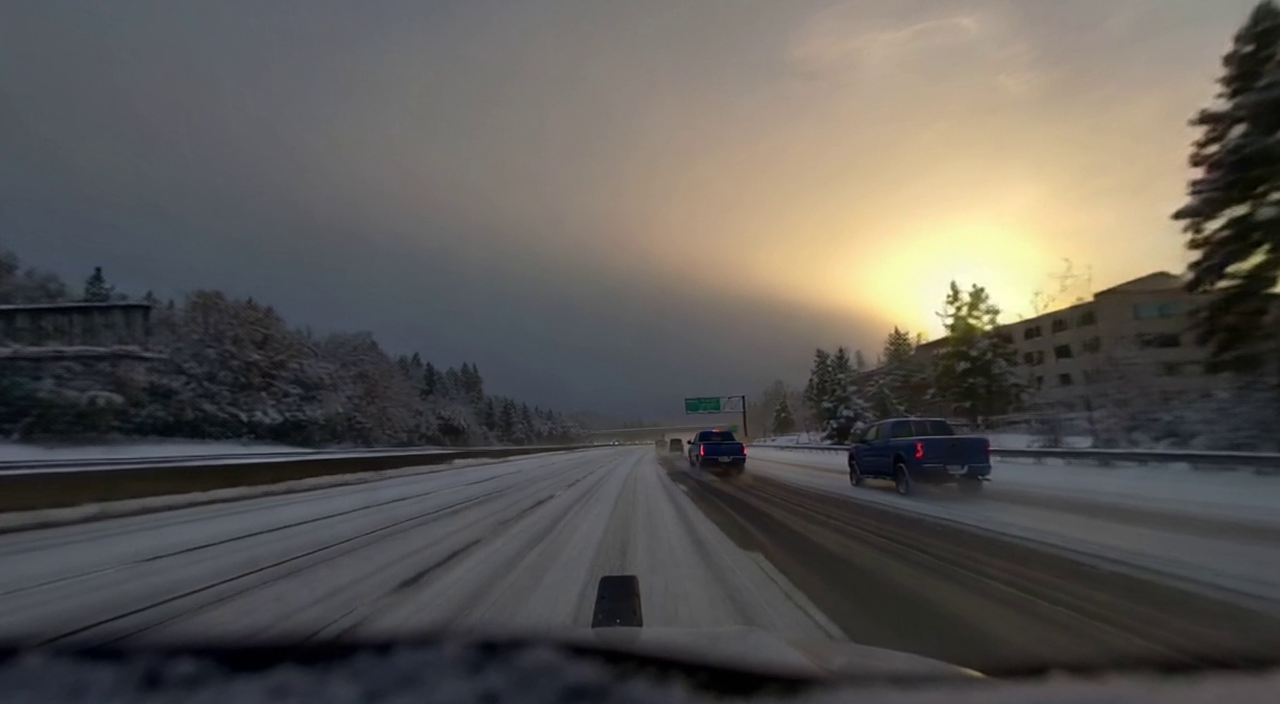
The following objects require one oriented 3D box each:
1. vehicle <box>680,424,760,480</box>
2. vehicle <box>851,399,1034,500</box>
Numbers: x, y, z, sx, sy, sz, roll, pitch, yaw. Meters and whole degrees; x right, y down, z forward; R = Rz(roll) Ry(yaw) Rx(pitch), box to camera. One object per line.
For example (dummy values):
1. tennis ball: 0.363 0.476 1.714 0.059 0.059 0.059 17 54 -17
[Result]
1. vehicle: 3.070 4.011 25.480 2.462 1.984 4.718 0 -9 -2
2. vehicle: 7.766 2.606 17.071 2.158 2.268 5.396 0 -9 -1
